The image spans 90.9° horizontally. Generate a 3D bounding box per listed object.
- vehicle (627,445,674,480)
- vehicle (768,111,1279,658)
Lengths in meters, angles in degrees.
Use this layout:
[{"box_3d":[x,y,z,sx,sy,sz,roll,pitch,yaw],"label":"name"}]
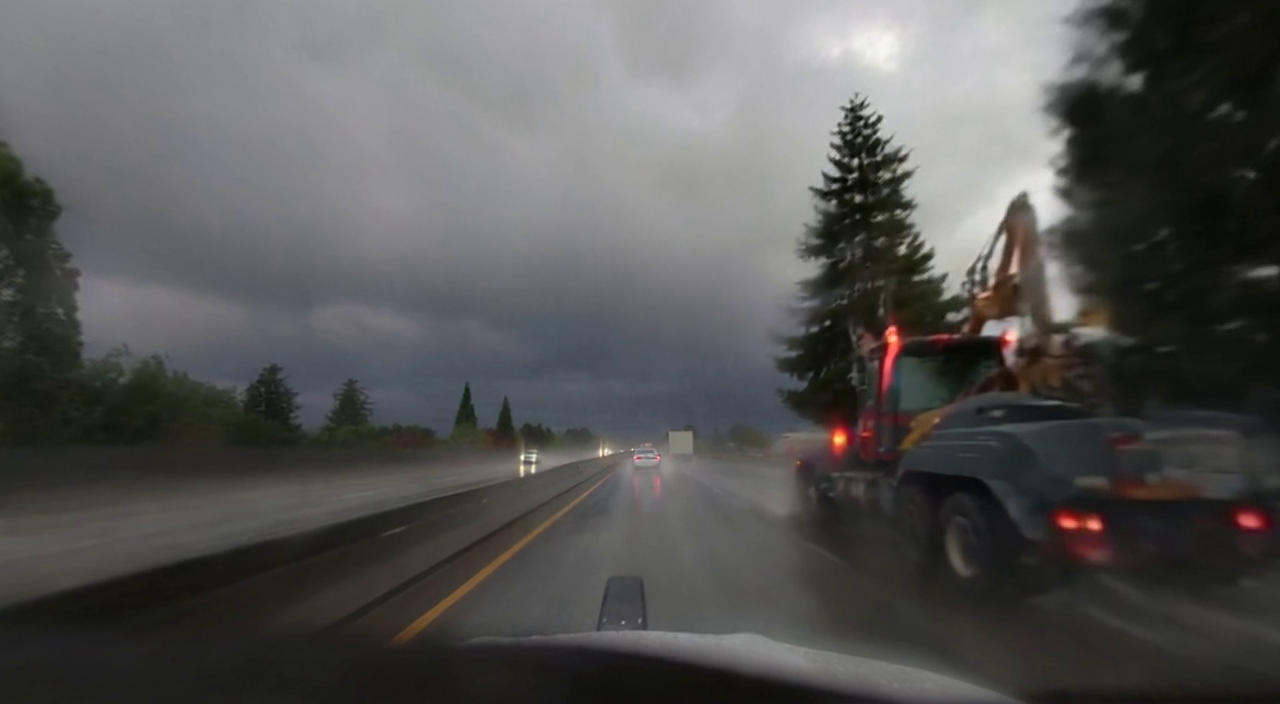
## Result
[{"box_3d":[0.468,5.203,29.890,2.045,1.527,4.023,0,-9,0],"label":"vehicle"},{"box_3d":[4.095,0.710,8.107,3.089,3.568,8.101,0,-9,0],"label":"vehicle"}]
